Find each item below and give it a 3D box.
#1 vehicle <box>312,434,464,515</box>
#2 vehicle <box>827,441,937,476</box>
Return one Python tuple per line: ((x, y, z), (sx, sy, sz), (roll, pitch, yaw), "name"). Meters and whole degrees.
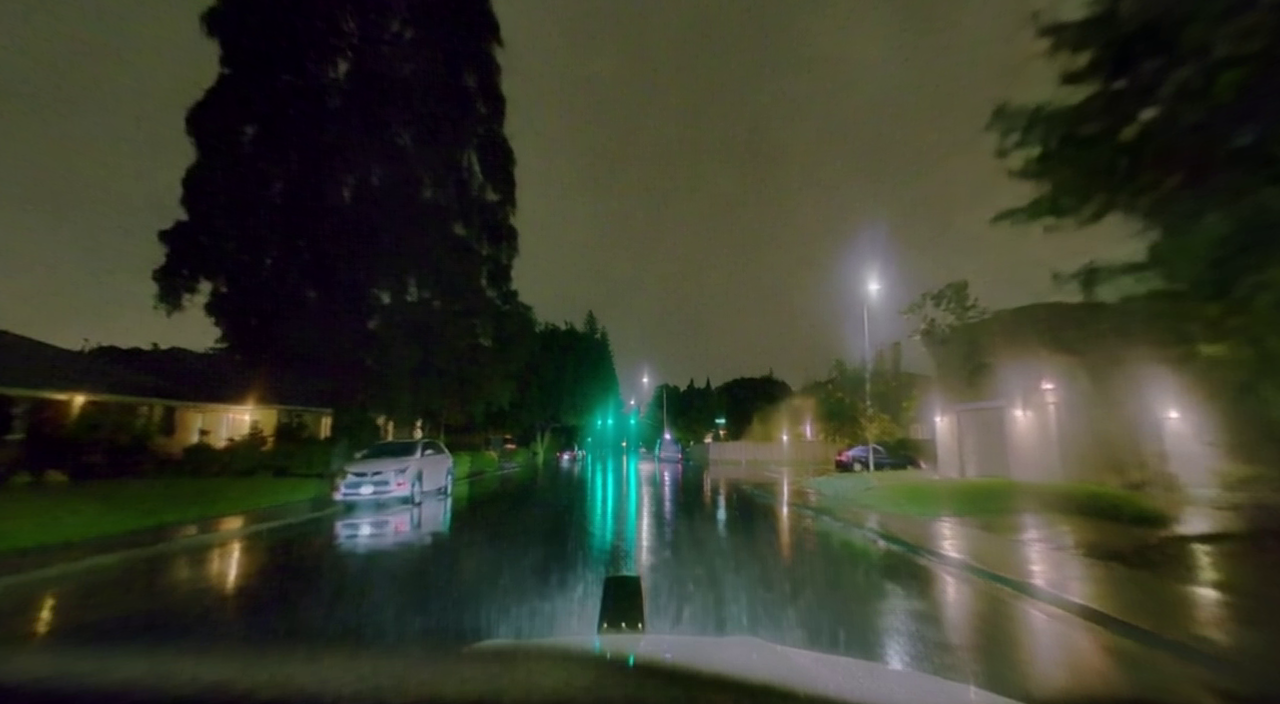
((-6.076, 2.994, 15.801), (1.998, 1.742, 4.210), (0, -9, 1), "vehicle")
((12.277, 5.396, 32.033), (4.708, 1.527, 2.113), (0, -8, -10), "vehicle")
